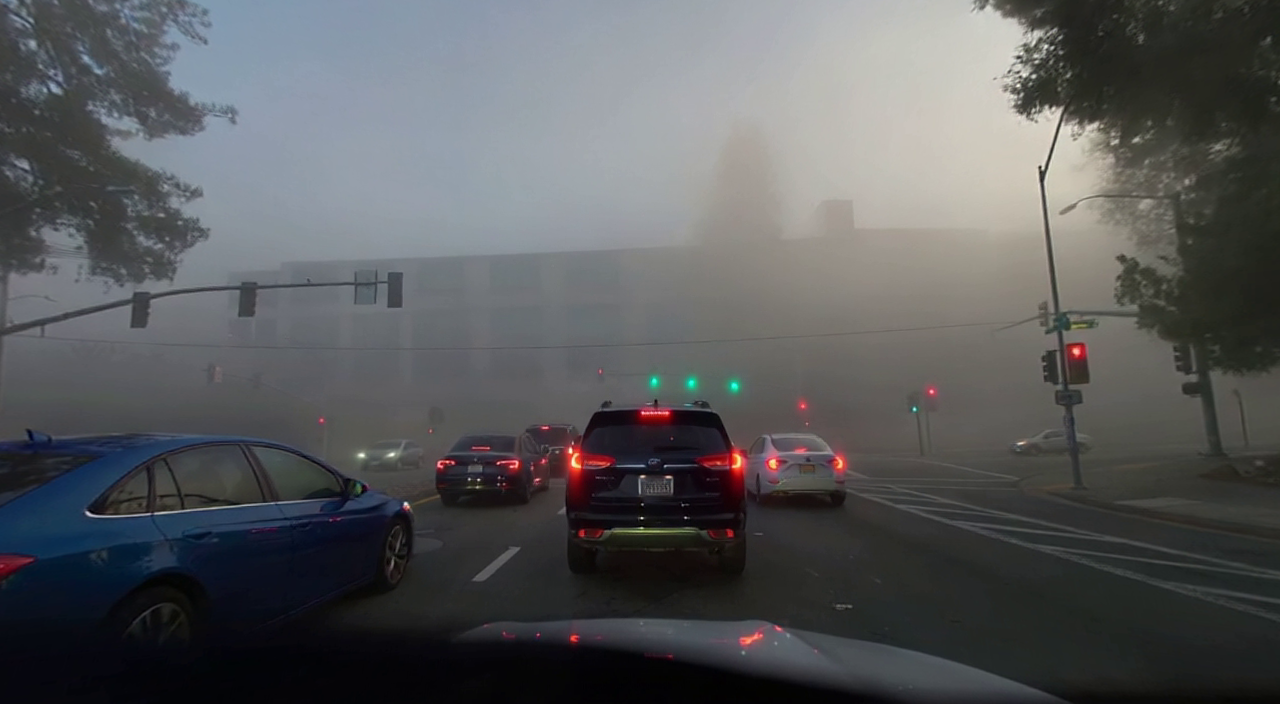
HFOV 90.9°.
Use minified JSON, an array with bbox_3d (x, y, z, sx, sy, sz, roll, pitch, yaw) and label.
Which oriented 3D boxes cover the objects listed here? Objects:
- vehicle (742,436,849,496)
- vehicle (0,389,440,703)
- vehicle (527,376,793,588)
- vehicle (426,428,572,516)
[{"bbox_3d":[4.100,3.062,17.350,1.979,1.453,4.011,0,-8,1],"label":"vehicle"},{"bbox_3d":[-3.213,1.203,4.441,1.958,1.494,4.624,0,-8,2],"label":"vehicle"},{"bbox_3d":[0.225,1.436,7.724,2.300,1.832,4.331,0,-8,1],"label":"vehicle"},{"bbox_3d":[-2.684,2.384,13.052,1.851,1.502,4.042,0,-8,4],"label":"vehicle"}]
